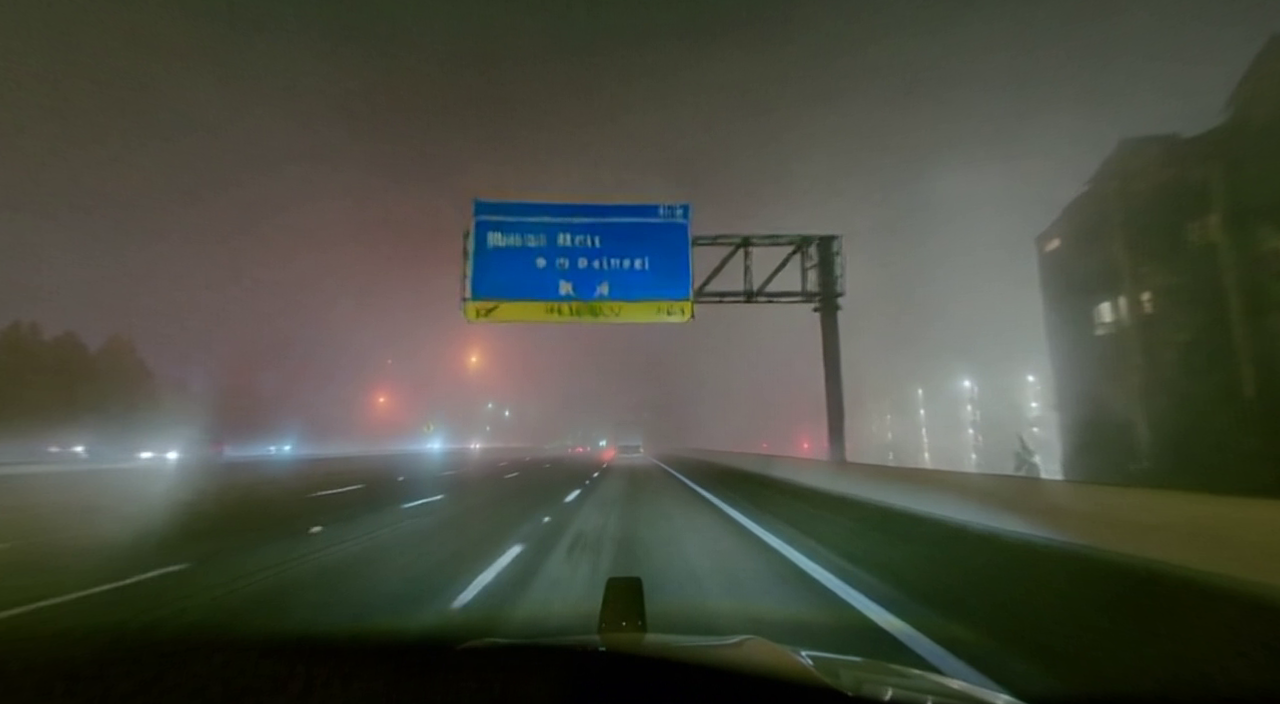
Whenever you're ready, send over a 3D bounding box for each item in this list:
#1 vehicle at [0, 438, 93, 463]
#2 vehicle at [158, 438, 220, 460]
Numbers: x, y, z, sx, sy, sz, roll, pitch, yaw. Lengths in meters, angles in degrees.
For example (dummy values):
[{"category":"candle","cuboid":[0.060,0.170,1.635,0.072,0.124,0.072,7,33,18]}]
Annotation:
[{"category":"vehicle","cuboid":[-40.354,6.702,43.048,1.858,1.574,4.642,0,-8,-1]},{"category":"vehicle","cuboid":[-33.750,7.281,47.354,1.797,1.518,3.946,0,-8,-1]}]
